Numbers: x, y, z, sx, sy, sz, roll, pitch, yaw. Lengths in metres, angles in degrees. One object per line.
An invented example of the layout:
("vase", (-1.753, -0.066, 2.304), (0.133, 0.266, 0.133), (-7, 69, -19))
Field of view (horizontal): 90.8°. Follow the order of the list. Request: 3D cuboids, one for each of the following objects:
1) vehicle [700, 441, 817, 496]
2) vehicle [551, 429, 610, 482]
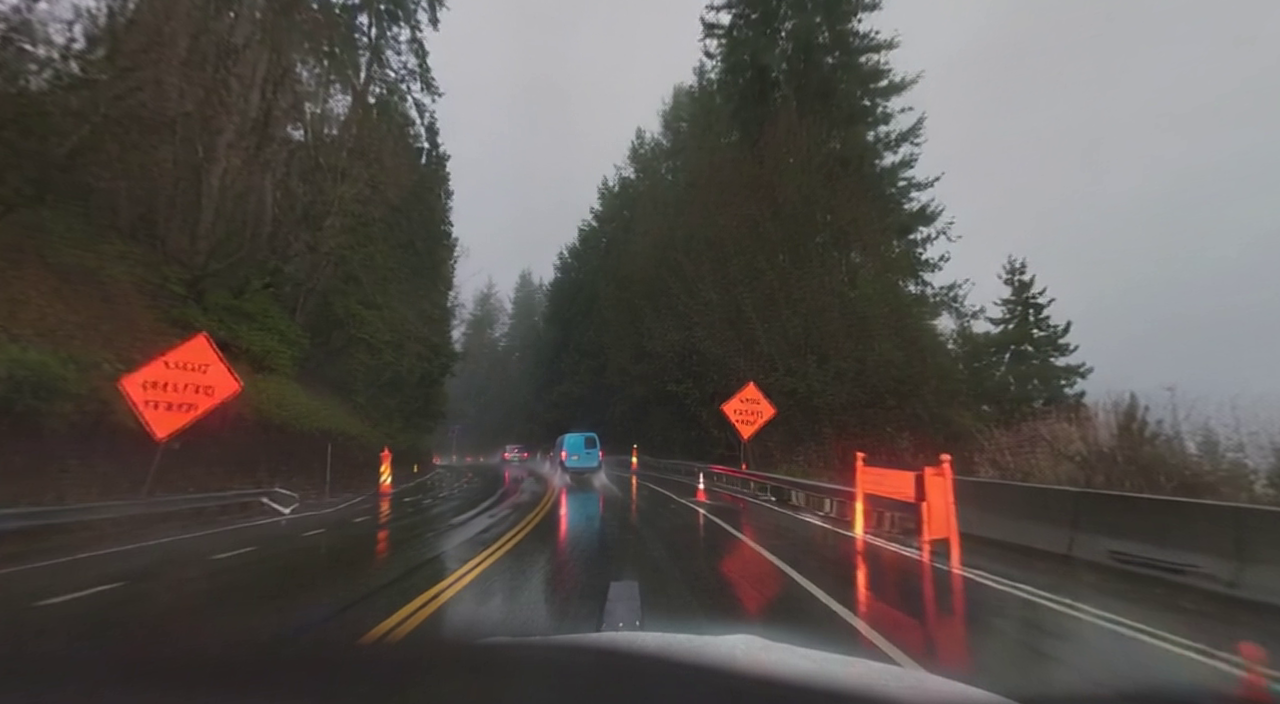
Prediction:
("vehicle", (3.086, 3.148, 17.427), (2.277, 1.299, 3.889), (0, -9, -3))
("vehicle", (-2.866, 4.791, 29.419), (2.362, 2.247, 4.892), (2, -9, -10))
